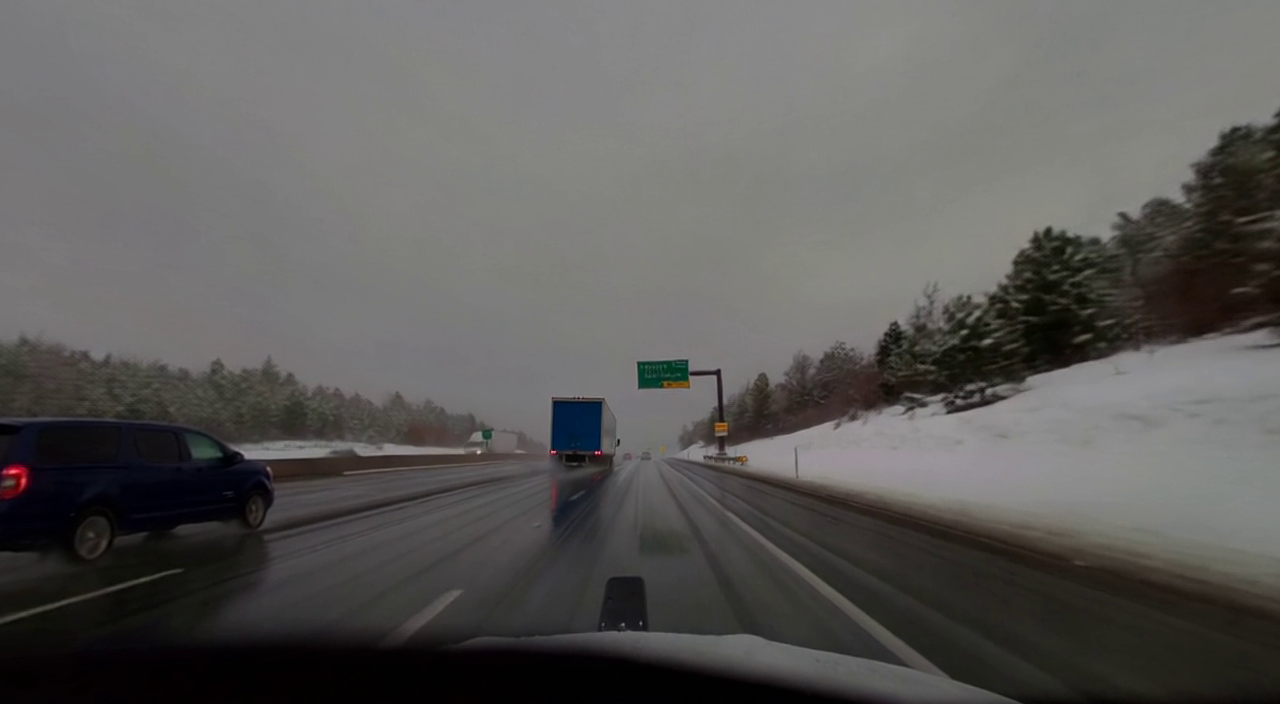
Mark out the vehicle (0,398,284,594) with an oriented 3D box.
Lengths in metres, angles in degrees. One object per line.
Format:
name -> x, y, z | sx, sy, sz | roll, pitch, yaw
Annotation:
vehicle -> -7.252, 1.699, 8.198 | 2.175, 1.860, 5.236 | 0, -8, 0

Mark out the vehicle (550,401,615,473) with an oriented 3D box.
vehicle -> -3.581, 5.932, 43.629 | 2.893, 4.073, 15.281 | 0, -8, 0
